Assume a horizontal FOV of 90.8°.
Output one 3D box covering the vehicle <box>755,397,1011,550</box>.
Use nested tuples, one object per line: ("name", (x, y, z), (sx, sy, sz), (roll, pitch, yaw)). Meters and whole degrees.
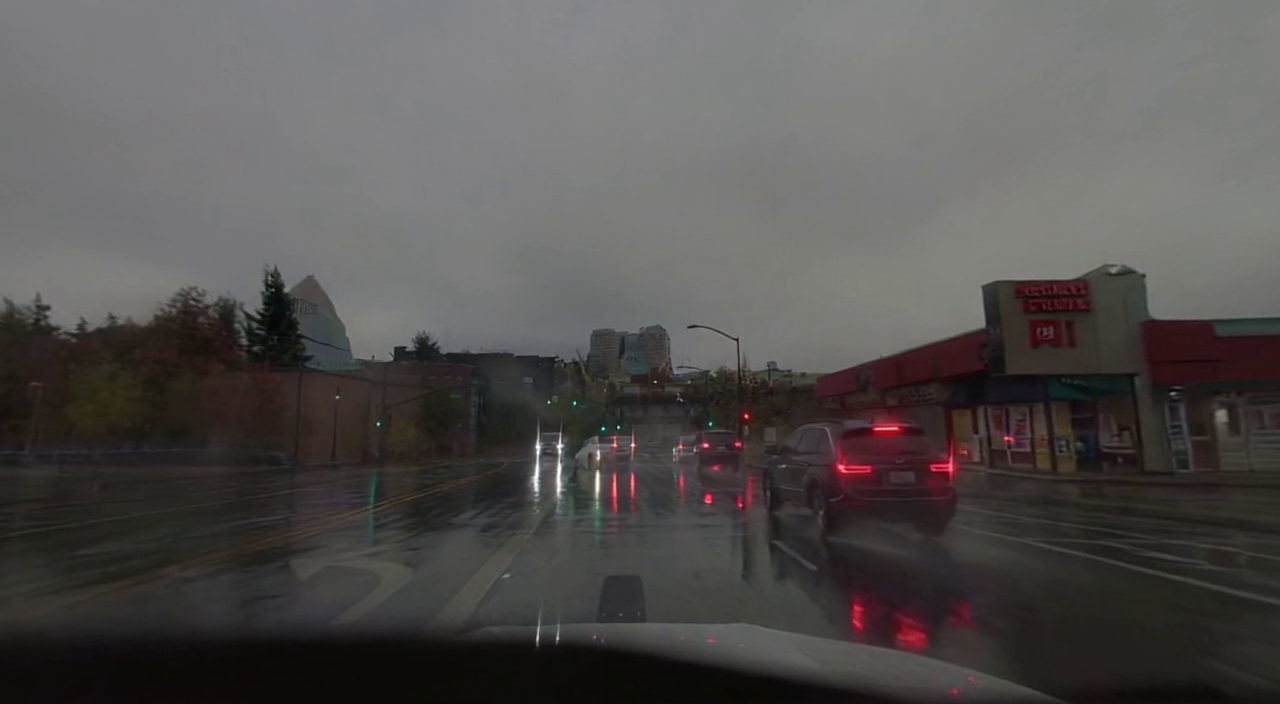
("vehicle", (3.250, 1.742, 9.647), (2.046, 1.768, 4.370), (0, -8, -2))

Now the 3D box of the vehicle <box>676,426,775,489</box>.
("vehicle", (2.547, 3.272, 20.117), (2.216, 1.750, 4.520), (0, -8, -4))

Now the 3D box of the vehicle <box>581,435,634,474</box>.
("vehicle", (-1.477, 4.364, 27.134), (2.068, 1.512, 3.987), (1, -9, -6))

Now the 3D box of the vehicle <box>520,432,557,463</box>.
("vehicle", (-7.210, 6.737, 45.107), (2.462, 2.079, 5.117), (1, -7, -9))
